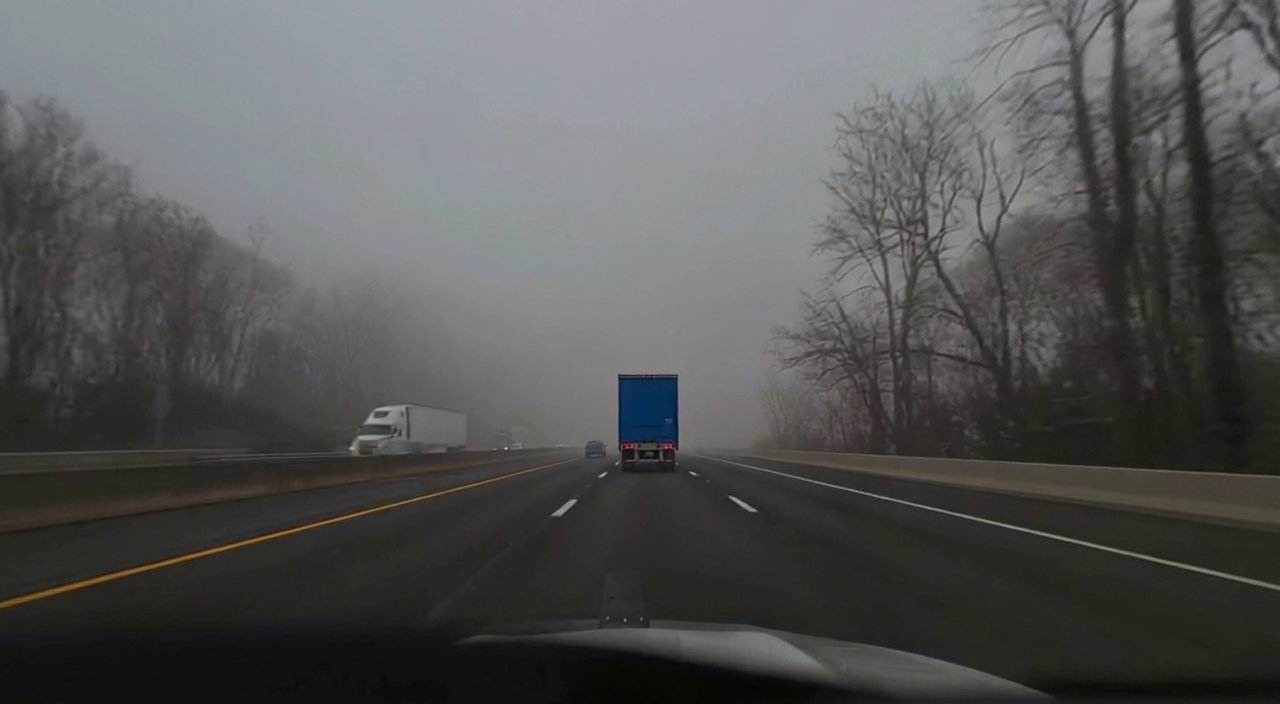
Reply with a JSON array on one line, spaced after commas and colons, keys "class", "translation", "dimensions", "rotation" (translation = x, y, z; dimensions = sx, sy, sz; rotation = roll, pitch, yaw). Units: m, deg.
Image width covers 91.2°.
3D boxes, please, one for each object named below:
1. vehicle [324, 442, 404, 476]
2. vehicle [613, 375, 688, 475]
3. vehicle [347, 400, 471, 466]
[{"class": "vehicle", "translation": [-13.010, 5.069, 29.913], "dimensions": [1.843, 1.474, 4.277], "rotation": [0, -8, 0]}, {"class": "vehicle", "translation": [0.449, 3.731, 30.802], "dimensions": [3.010, 4.039, 10.481], "rotation": [0, -8, 0]}, {"class": "vehicle", "translation": [-16.402, 6.149, 46.865], "dimensions": [2.959, 4.021, 16.514], "rotation": [0, -8, 0]}]
